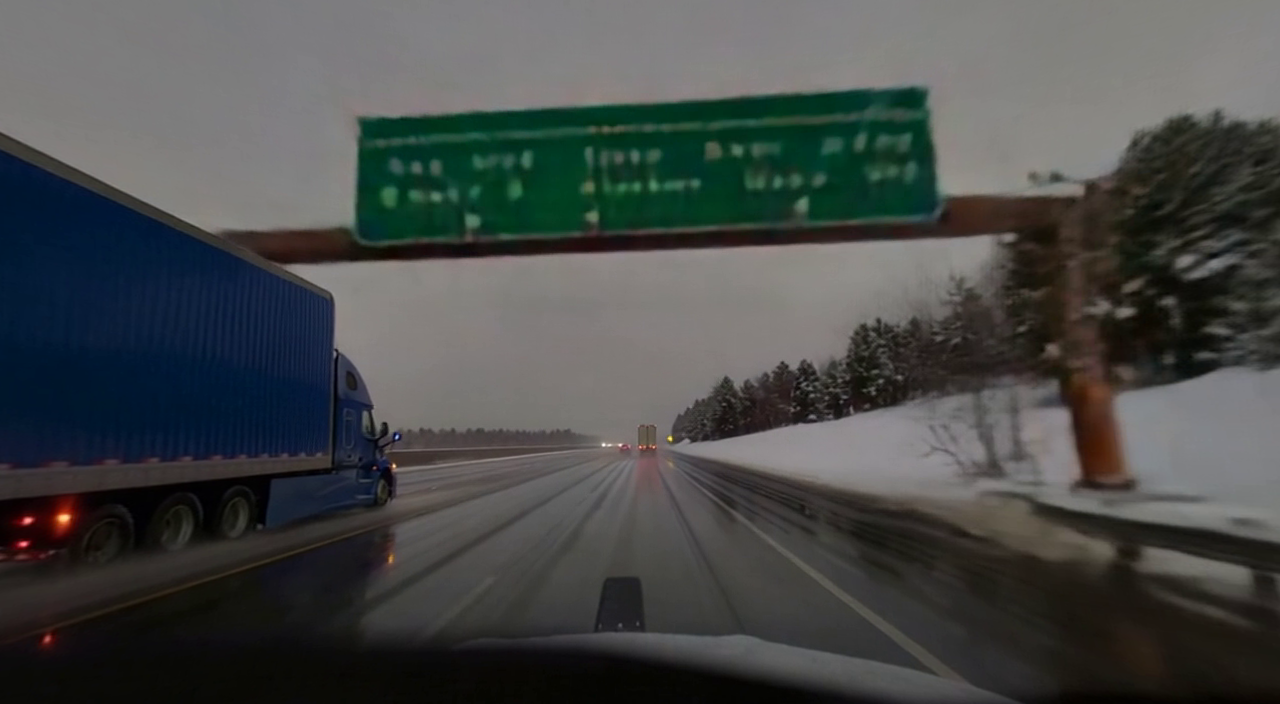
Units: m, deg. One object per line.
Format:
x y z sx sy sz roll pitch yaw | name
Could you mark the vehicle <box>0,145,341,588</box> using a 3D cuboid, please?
-7.226 0.370 7.304 2.996 3.947 8.600 0 -9 1 | vehicle
